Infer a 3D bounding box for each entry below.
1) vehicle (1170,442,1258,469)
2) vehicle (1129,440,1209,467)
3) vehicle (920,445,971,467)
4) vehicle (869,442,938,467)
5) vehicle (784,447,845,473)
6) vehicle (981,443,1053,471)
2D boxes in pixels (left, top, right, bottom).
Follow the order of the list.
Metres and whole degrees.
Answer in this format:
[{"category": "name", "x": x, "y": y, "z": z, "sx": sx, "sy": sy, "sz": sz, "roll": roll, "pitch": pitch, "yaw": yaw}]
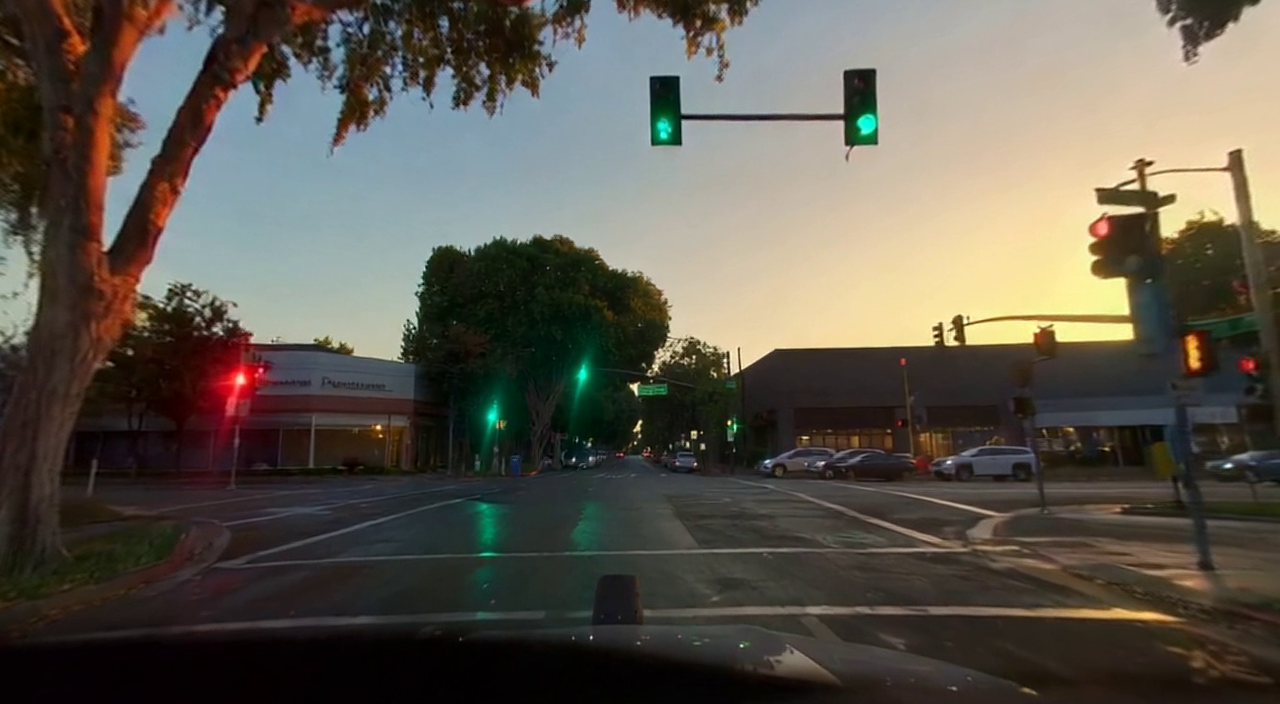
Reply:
[{"category": "vehicle", "x": 31.443, "y": 5.675, "z": 34.452, "sx": 1.612, "sy": 1.402, "sz": 3.320, "roll": -1, "pitch": -9, "yaw": 0}, {"category": "vehicle", "x": 29.067, "y": 5.557, "z": 34.538, "sx": 1.591, "sy": 1.332, "sz": 3.202, "roll": -2, "pitch": -8, "yaw": 1}, {"category": "vehicle", "x": 21.869, "y": 7.456, "z": 44.966, "sx": 1.923, "sy": 1.463, "sz": 3.758, "roll": -1, "pitch": -8, "yaw": 3}, {"category": "vehicle", "x": 16.978, "y": 6.587, "z": 40.336, "sx": 4.522, "sy": 1.546, "sz": 1.941, "roll": 6, "pitch": -11, "yaw": -35}, {"category": "vehicle", "x": 11.157, "y": 6.832, "z": 39.916, "sx": 1.955, "sy": 1.508, "sz": 4.295, "roll": -9, "pitch": -12, "yaw": 43}, {"category": "vehicle", "x": 20.957, "y": 5.839, "z": 35.007, "sx": 1.851, "sy": 1.388, "sz": 3.475, "roll": 0, "pitch": -7, "yaw": 1}]
